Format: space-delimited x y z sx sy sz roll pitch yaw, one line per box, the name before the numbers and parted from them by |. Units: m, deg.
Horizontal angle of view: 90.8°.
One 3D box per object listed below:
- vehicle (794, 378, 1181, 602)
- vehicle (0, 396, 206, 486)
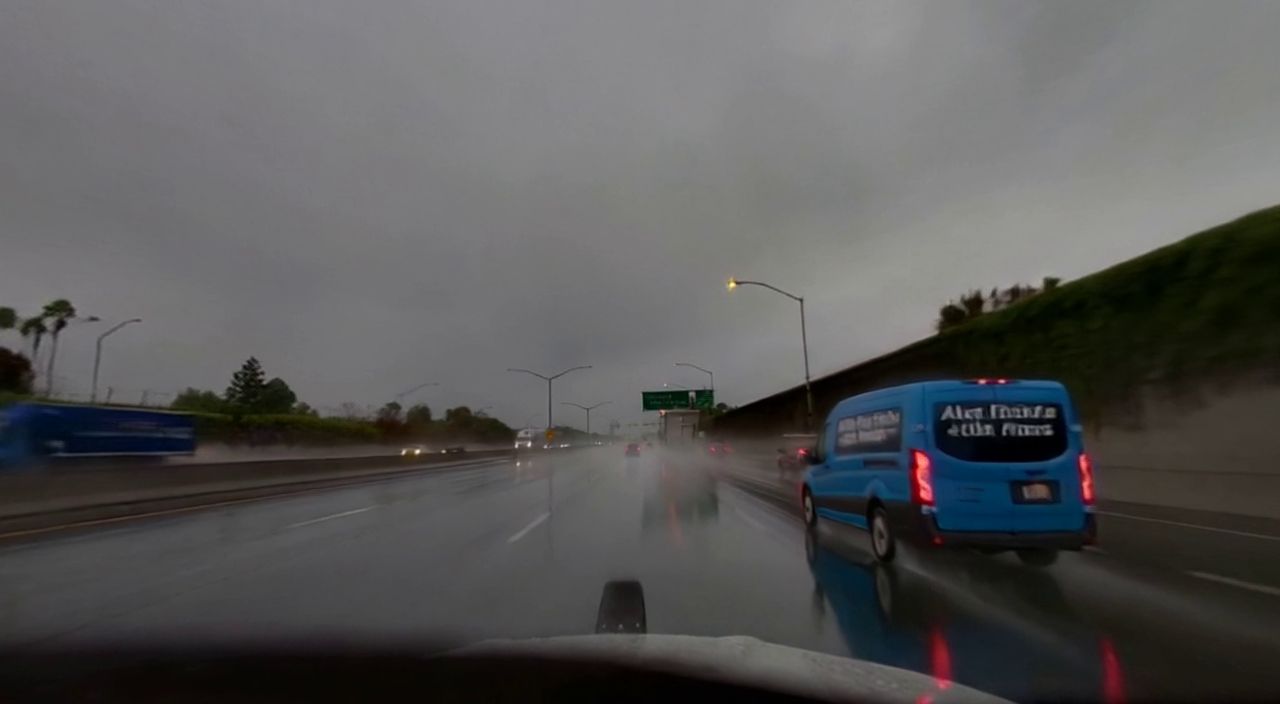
vehicle | 3.620 1.551 7.980 2.035 1.931 4.841 0 -8 -1
vehicle | -25.522 4.192 29.605 2.963 3.468 10.441 0 -8 0
